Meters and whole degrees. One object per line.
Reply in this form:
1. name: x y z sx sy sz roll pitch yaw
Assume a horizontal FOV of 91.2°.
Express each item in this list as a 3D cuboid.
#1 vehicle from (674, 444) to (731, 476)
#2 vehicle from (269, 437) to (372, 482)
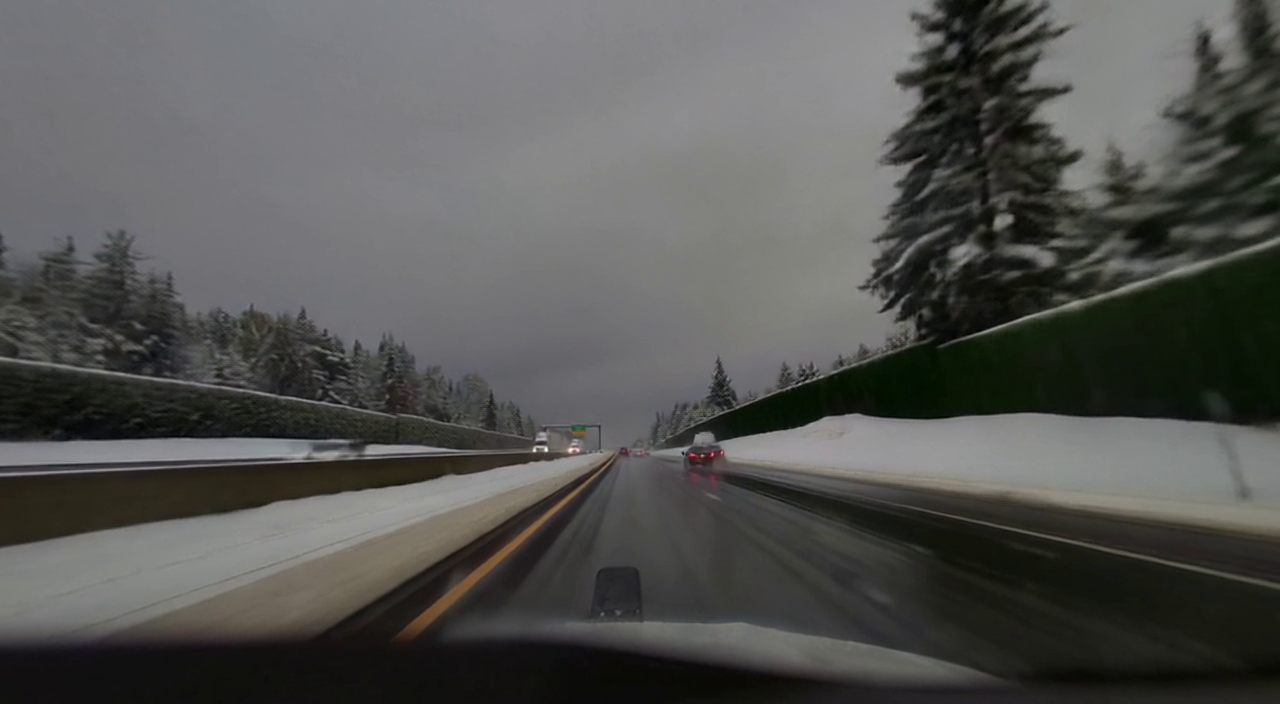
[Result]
1. vehicle: 3.110 5.540 32.247 2.244 1.498 4.338 0 -9 -3
2. vehicle: -13.102 4.432 26.071 2.004 1.662 4.359 0 -9 -1
